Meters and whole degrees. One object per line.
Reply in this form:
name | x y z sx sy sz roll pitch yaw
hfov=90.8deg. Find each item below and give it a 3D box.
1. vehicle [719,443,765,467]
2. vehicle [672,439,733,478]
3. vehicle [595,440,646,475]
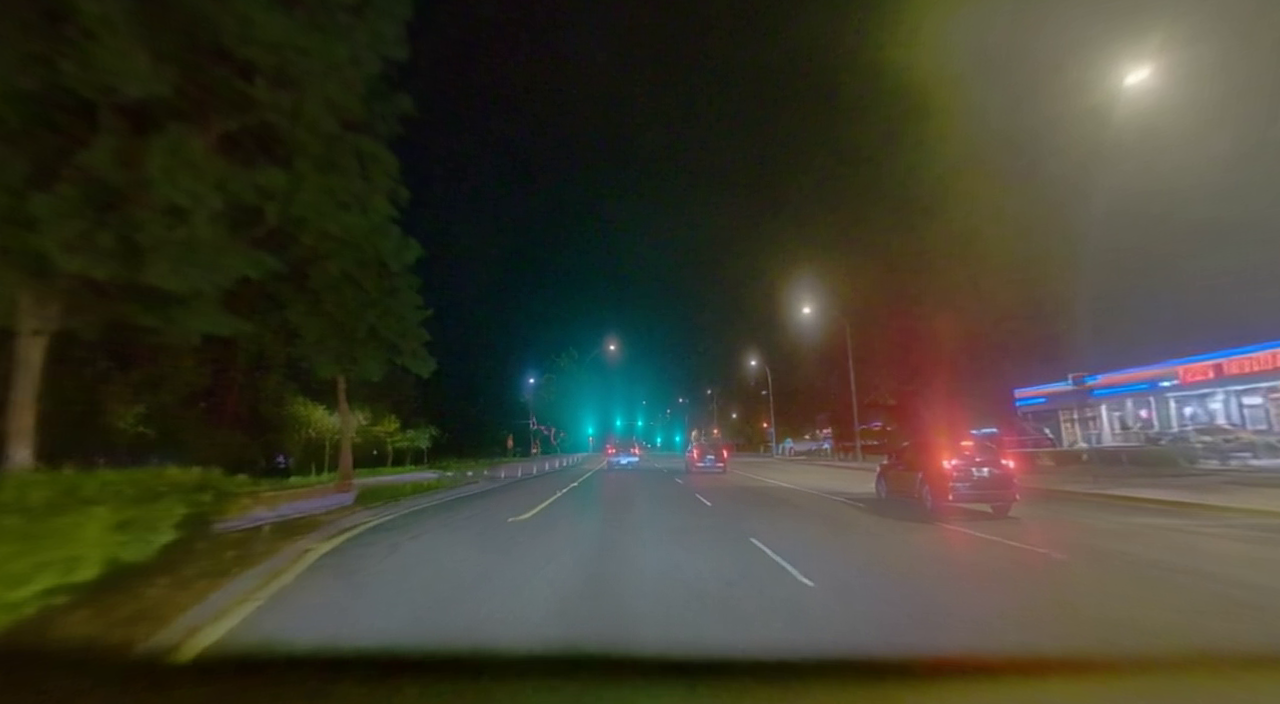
vehicle | 6.316 6.435 39.624 2.068 1.393 3.874 0 -8 -2
vehicle | 2.583 4.562 27.336 2.057 1.491 4.675 0 -8 -2
vehicle | -0.897 4.935 29.782 2.242 1.474 4.127 0 -8 -1
